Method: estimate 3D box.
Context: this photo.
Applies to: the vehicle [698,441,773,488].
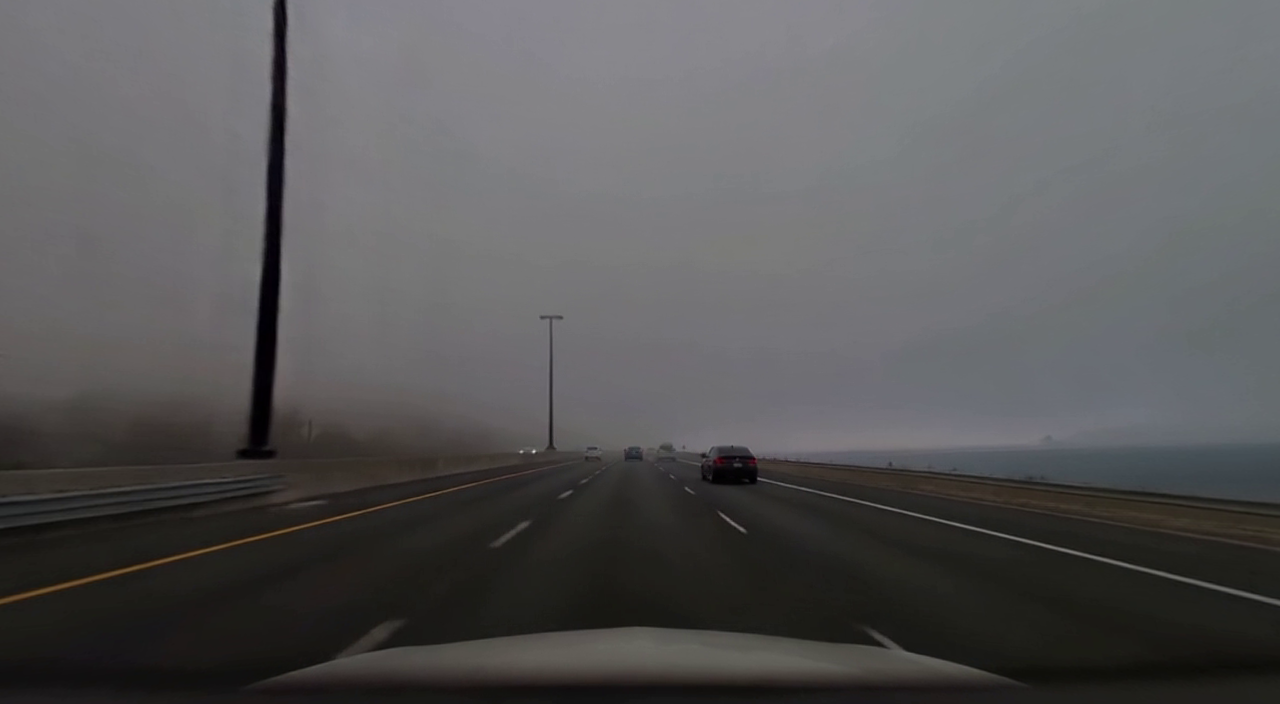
[{"bbox_3d":[3.267,3.967,22.574,1.890,1.490,4.373,0,-8,-1],"label":"vehicle"}]
